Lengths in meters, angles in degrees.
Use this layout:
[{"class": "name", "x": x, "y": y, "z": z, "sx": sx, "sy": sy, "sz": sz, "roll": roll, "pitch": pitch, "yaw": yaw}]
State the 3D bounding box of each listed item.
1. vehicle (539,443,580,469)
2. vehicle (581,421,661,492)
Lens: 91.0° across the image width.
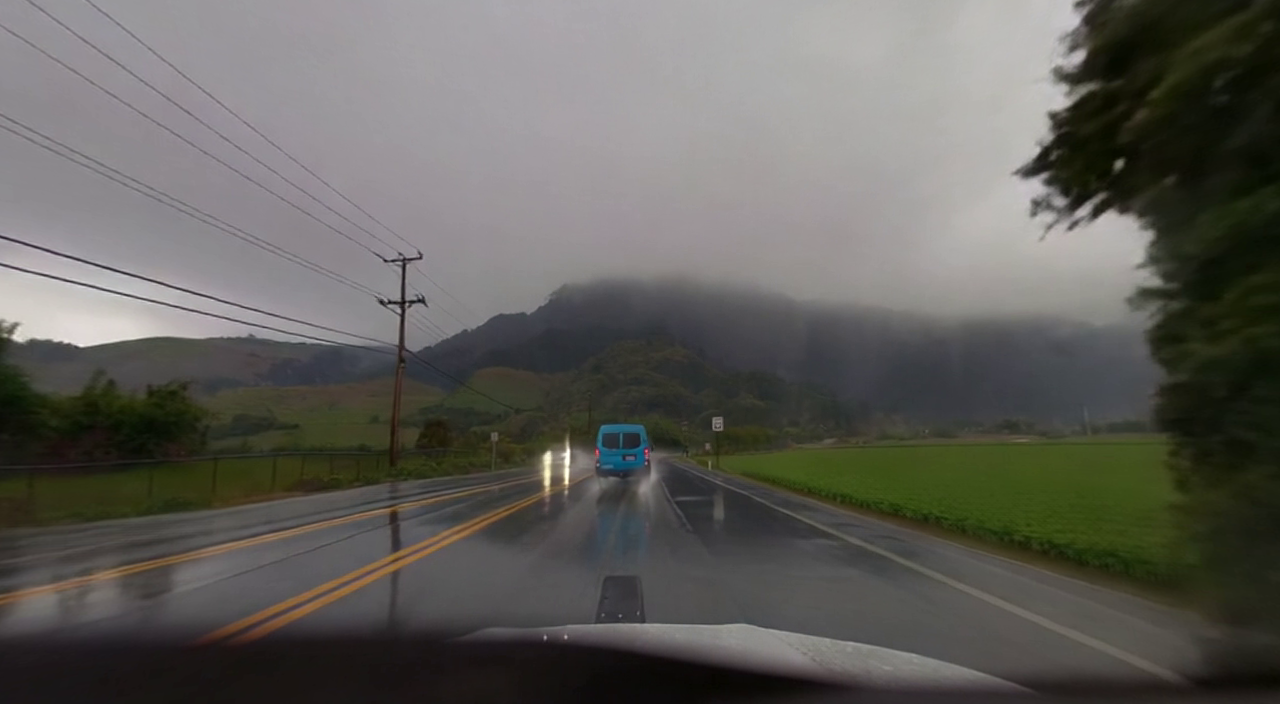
[{"class": "vehicle", "x": -5.881, "y": 7.648, "z": 46.465, "sx": 2.120, "sy": 1.804, "sz": 4.392, "roll": 0, "pitch": -8, "yaw": 4}, {"class": "vehicle", "x": -0.583, "y": 3.530, "z": 21.662, "sx": 2.454, "sy": 2.144, "sz": 4.535, "roll": 0, "pitch": -8, "yaw": 0}]
